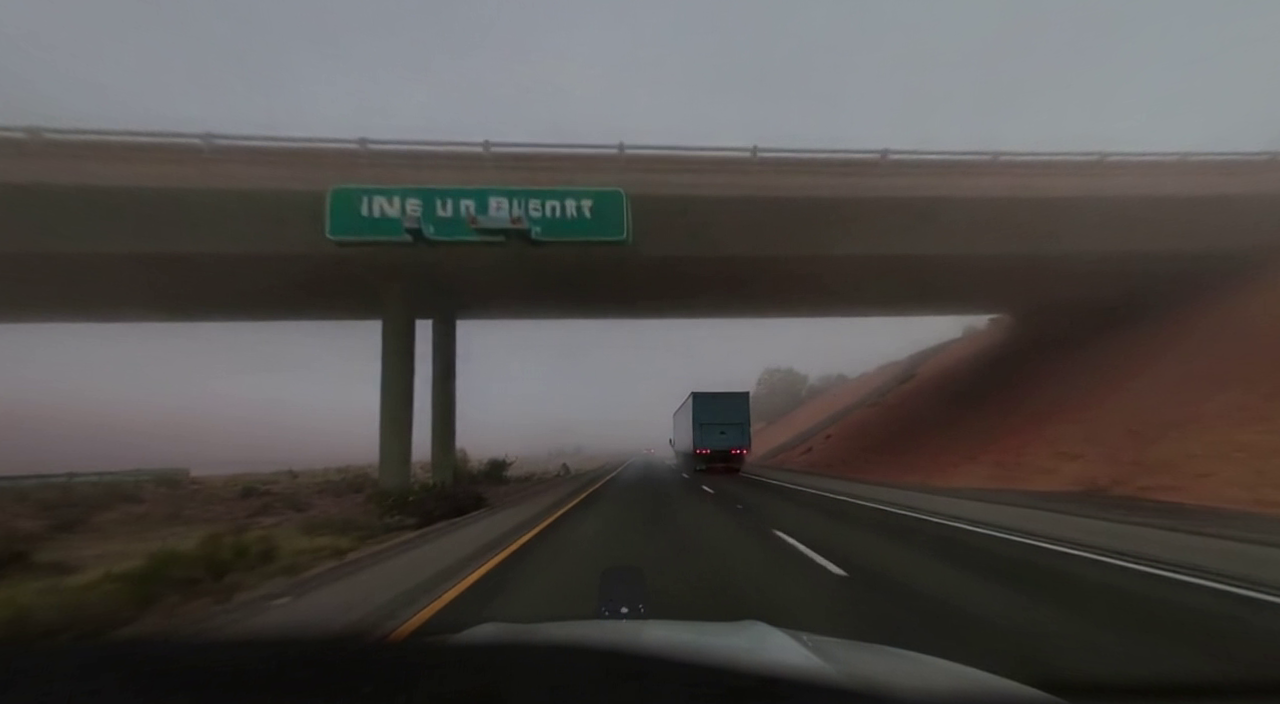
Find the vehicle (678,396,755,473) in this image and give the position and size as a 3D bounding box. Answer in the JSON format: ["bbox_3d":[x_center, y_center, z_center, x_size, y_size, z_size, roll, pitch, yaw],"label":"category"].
[{"bbox_3d":[4.123,4.890,36.708,3.024,3.834,10.128,0,-8,-1],"label":"vehicle"}]
